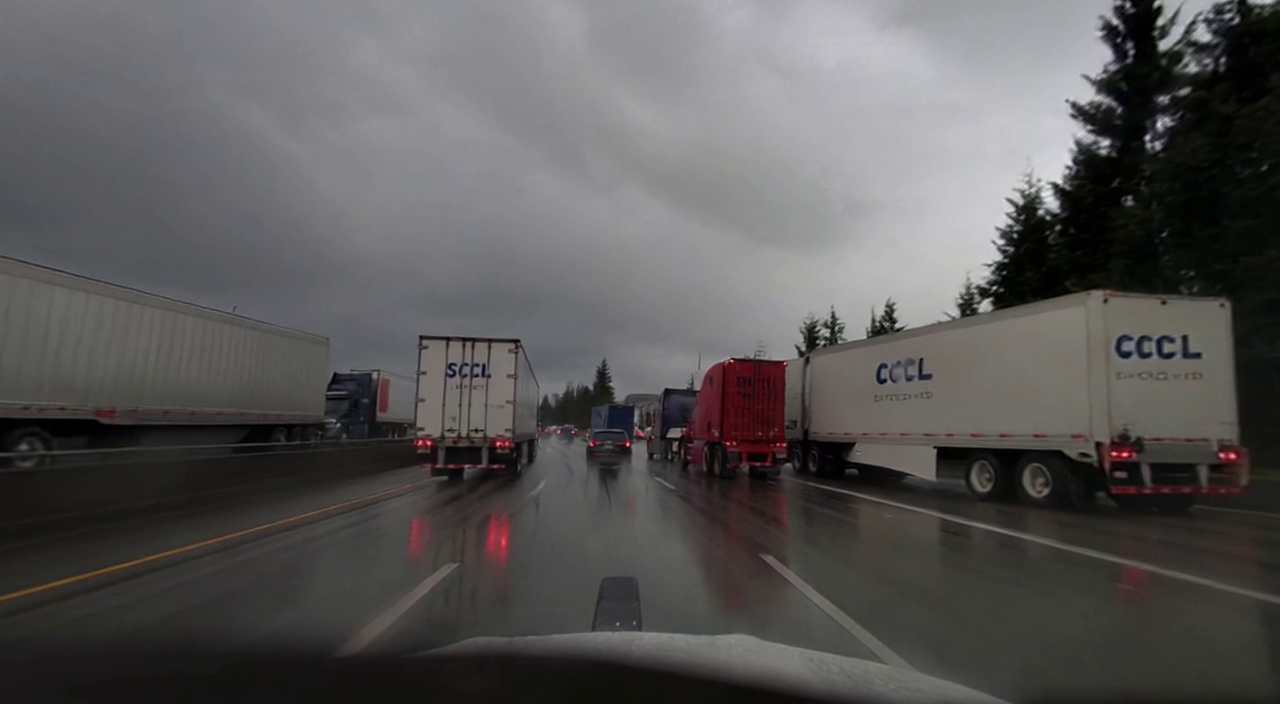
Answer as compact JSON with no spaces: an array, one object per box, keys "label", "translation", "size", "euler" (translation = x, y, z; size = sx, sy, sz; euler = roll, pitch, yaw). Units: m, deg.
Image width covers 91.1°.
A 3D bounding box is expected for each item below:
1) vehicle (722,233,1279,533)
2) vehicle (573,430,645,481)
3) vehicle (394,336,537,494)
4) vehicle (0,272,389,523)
[{"label":"vehicle","translation":[7.070,1.250,14.965],"size":[2.820,4.084,13.786],"euler":[4,-8,-27]},{"label":"vehicle","translation":[-1.183,3.474,21.530],"size":[2.060,1.540,4.374],"euler":[1,-8,-8]},{"label":"vehicle","translation":[-4.909,2.075,19.637],"size":[2.822,3.788,8.799],"euler":[1,-8,-6]},{"label":"vehicle","translation":[-11.233,1.252,14.082],"size":[2.867,4.125,14.026],"euler":[-2,-8,12]}]
